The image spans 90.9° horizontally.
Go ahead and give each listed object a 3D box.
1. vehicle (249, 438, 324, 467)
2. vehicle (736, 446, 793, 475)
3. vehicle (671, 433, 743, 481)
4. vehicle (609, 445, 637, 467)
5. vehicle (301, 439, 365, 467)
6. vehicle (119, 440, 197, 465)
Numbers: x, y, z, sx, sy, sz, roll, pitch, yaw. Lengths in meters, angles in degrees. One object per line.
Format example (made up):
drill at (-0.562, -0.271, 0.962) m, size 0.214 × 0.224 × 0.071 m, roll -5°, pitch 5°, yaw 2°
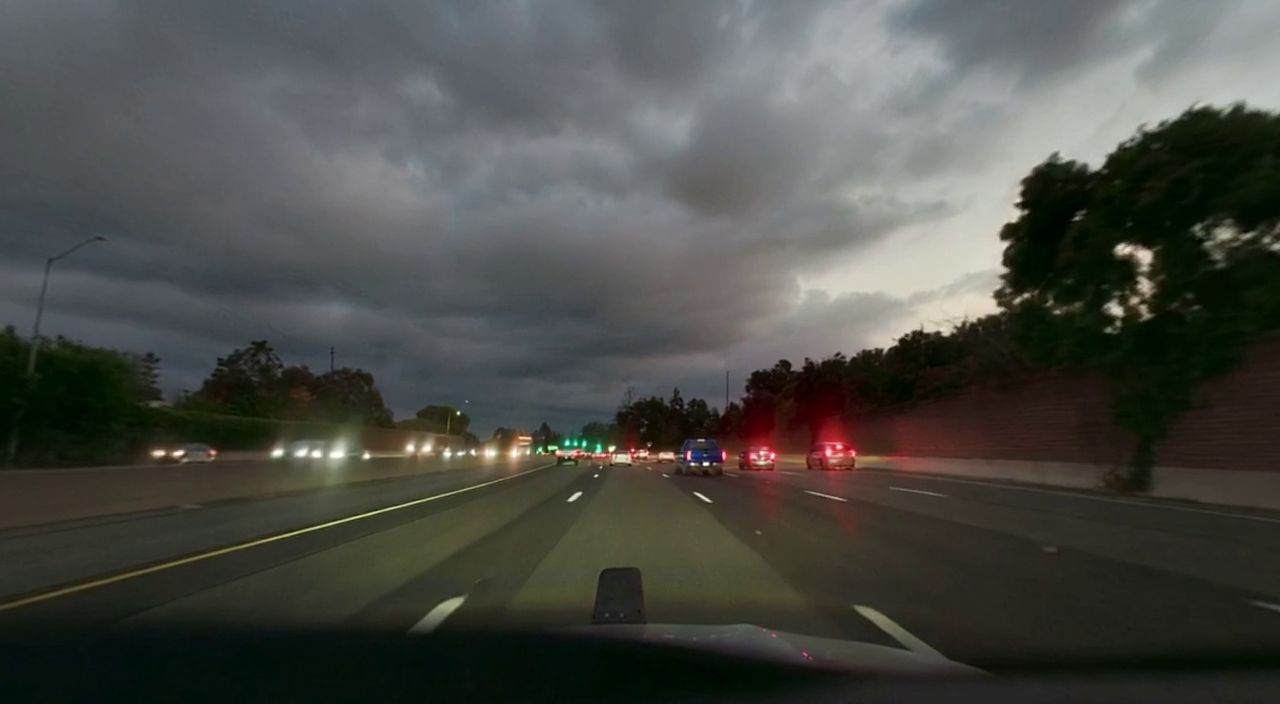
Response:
vehicle at (-22.309, 6.339, 40.050) m, size 1.998 × 1.723 × 5.157 m, roll 0°, pitch -8°, yaw -3°
vehicle at (6.873, 6.035, 35.407) m, size 1.976 × 1.485 × 4.925 m, roll 0°, pitch -8°, yaw -3°
vehicle at (2.913, 4.758, 28.881) m, size 2.374 × 1.952 × 5.431 m, roll 0°, pitch -8°, yaw -3°
vehicle at (-1.338, 7.907, 48.071) m, size 2.050 × 1.607 × 3.821 m, roll 0°, pitch -8°, yaw -3°
vehicle at (-19.187, 6.336, 39.664) m, size 2.022 × 1.644 × 4.297 m, roll 0°, pitch -8°, yaw -3°
vehicle at (-36.893, 7.682, 48.449) m, size 2.274 × 1.742 × 4.621 m, roll 0°, pitch -8°, yaw 0°
